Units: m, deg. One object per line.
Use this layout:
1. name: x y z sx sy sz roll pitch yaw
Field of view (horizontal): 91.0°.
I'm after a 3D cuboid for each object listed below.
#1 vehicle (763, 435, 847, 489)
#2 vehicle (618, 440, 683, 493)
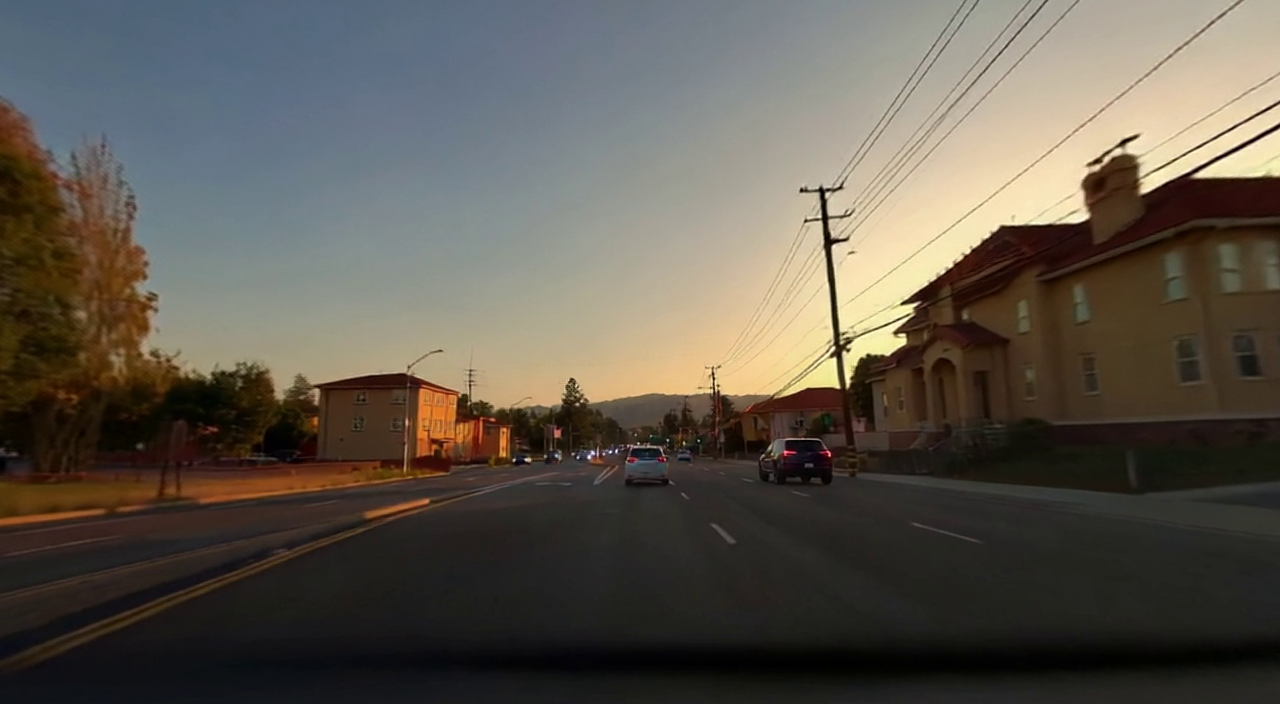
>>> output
1. vehicle: 6.311 4.261 24.614 2.061 1.889 4.268 0 -9 0
2. vehicle: 0.341 4.121 22.955 2.138 1.702 4.168 0 -9 0
